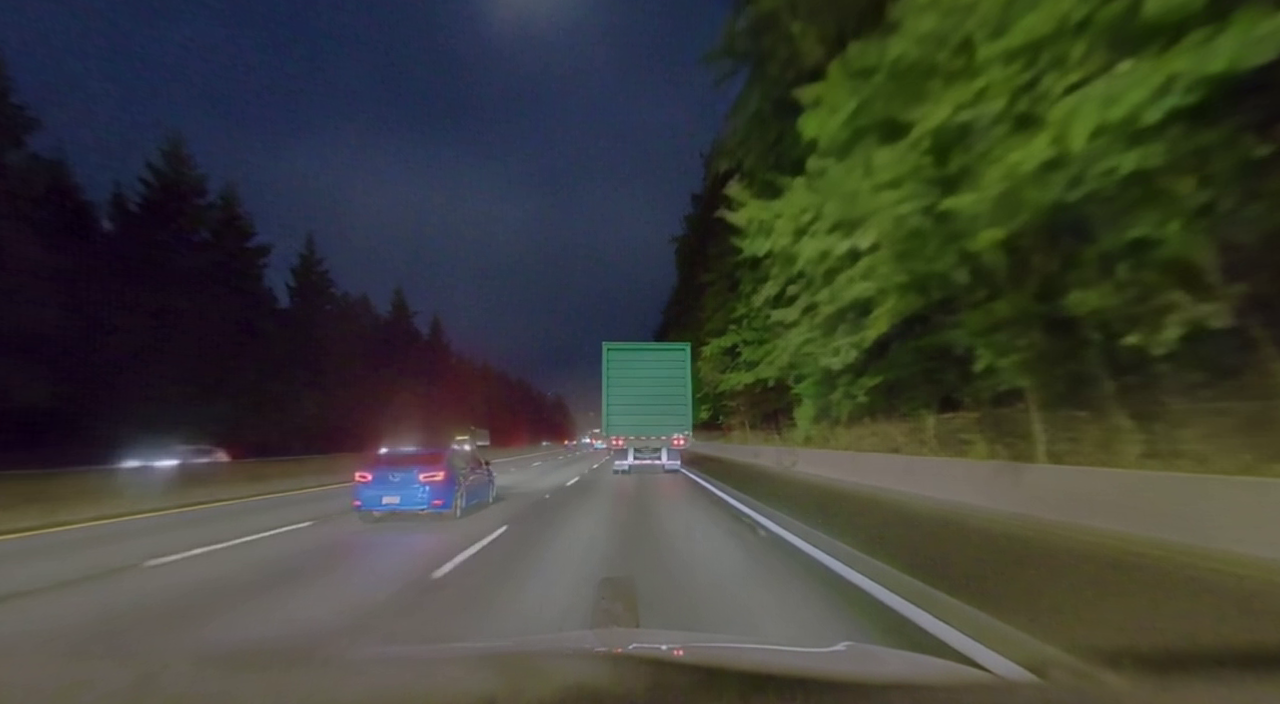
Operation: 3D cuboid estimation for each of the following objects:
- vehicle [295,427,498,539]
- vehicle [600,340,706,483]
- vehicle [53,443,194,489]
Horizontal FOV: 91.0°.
[{"bbox_3d":[-3.864,2.131,10.919,1.854,1.530,4.268,0,-8,-1],"label":"vehicle"},{"bbox_3d":[0.265,2.469,23.766,3.073,4.196,10.546,0,-8,-1],"label":"vehicle"},{"bbox_3d":[-19.496,4.282,24.032,1.840,1.545,4.187,0,-8,-1],"label":"vehicle"}]
